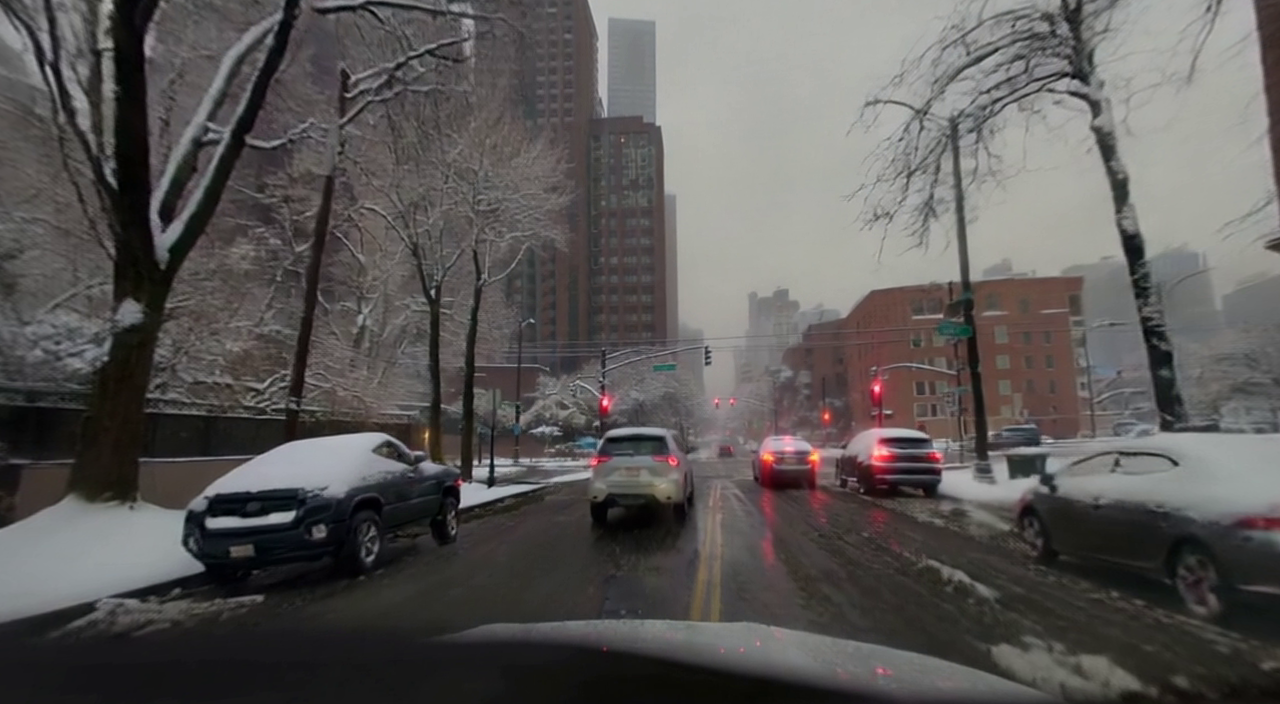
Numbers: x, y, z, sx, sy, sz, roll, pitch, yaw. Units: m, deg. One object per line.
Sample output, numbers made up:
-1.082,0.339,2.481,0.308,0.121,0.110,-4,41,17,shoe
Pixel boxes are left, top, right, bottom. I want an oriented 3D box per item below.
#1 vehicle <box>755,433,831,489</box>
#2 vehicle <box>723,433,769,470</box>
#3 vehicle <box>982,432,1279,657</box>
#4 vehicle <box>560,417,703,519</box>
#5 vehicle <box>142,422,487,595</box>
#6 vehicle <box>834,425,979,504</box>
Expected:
4.874,3.498,20.618,2.111,1.619,4.077,-2,-9,10,vehicle
5.237,4.986,31.719,2.111,1.705,4.093,-1,-9,7,vehicle
5.328,1.558,6.212,1.937,1.442,4.338,-1,-9,7,vehicle
0.083,2.506,14.226,2.333,1.832,5.200,-2,-9,9,vehicle
-4.028,1.977,8.947,2.013,1.772,4.439,-2,-9,9,vehicle
7.002,3.008,17.378,2.093,1.815,5.441,-1,-9,6,vehicle
